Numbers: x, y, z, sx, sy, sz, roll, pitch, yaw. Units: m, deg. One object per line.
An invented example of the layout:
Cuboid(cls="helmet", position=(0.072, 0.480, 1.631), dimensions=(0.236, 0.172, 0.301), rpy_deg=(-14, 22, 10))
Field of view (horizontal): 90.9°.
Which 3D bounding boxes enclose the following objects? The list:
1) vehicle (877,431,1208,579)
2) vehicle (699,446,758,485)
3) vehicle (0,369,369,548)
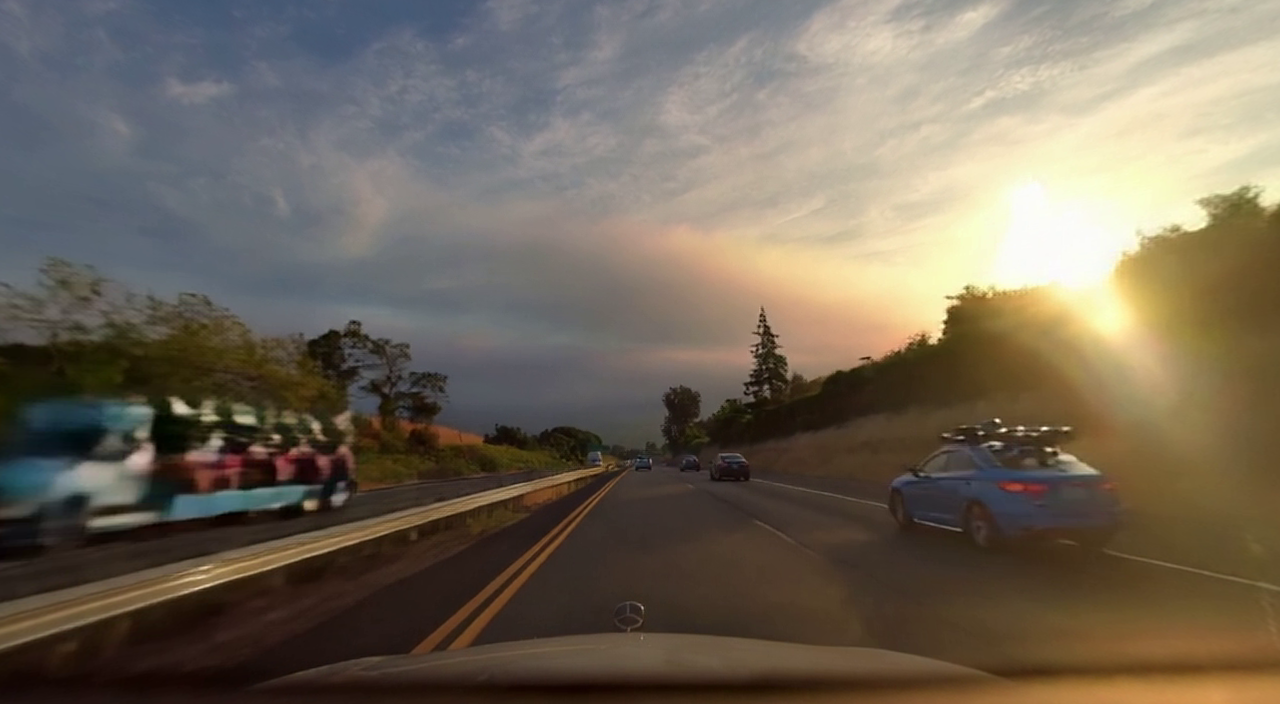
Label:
Cuboid(cls="vehicle", position=(4.913, 1.884, 8.489), dimensions=(1.964, 1.513, 3.707), rpy_deg=(0, -9, 0))
Cuboid(cls="vehicle", position=(4.113, 5.362, 30.047), dimensions=(2.122, 1.662, 4.392), rpy_deg=(0, -9, 0))
Cuboid(cls="vehicle", position=(-12.487, 3.109, 19.142), dimensions=(3.046, 3.630, 12.421), rpy_deg=(0, -9, 0))
